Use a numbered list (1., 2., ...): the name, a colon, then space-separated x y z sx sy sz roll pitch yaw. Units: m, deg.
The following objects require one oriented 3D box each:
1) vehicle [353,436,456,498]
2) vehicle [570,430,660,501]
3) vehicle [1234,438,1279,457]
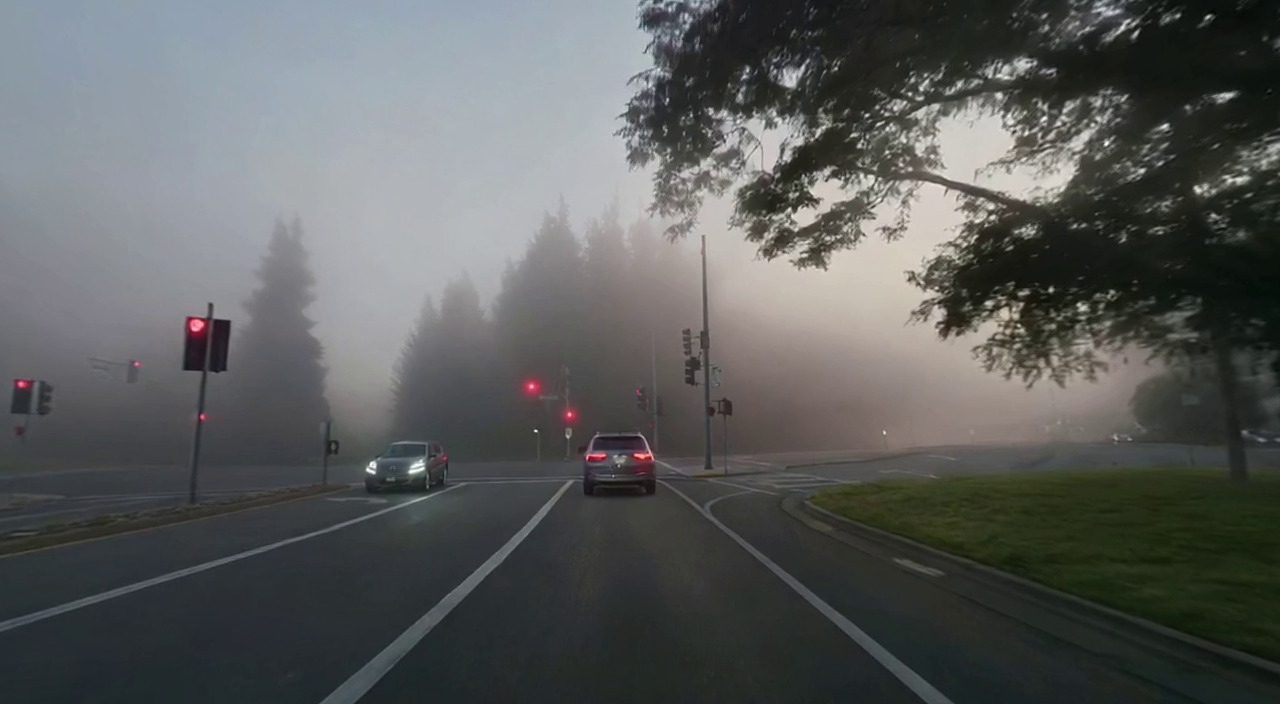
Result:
1. vehicle: -7.112 3.491 19.512 2.020 1.695 4.187 1 -9 -7
2. vehicle: -0.803 3.023 17.190 2.154 1.670 4.140 1 -9 -6
3. vehicle: 49.492 7.507 49.370 3.654 1.439 1.900 -1 -9 5
